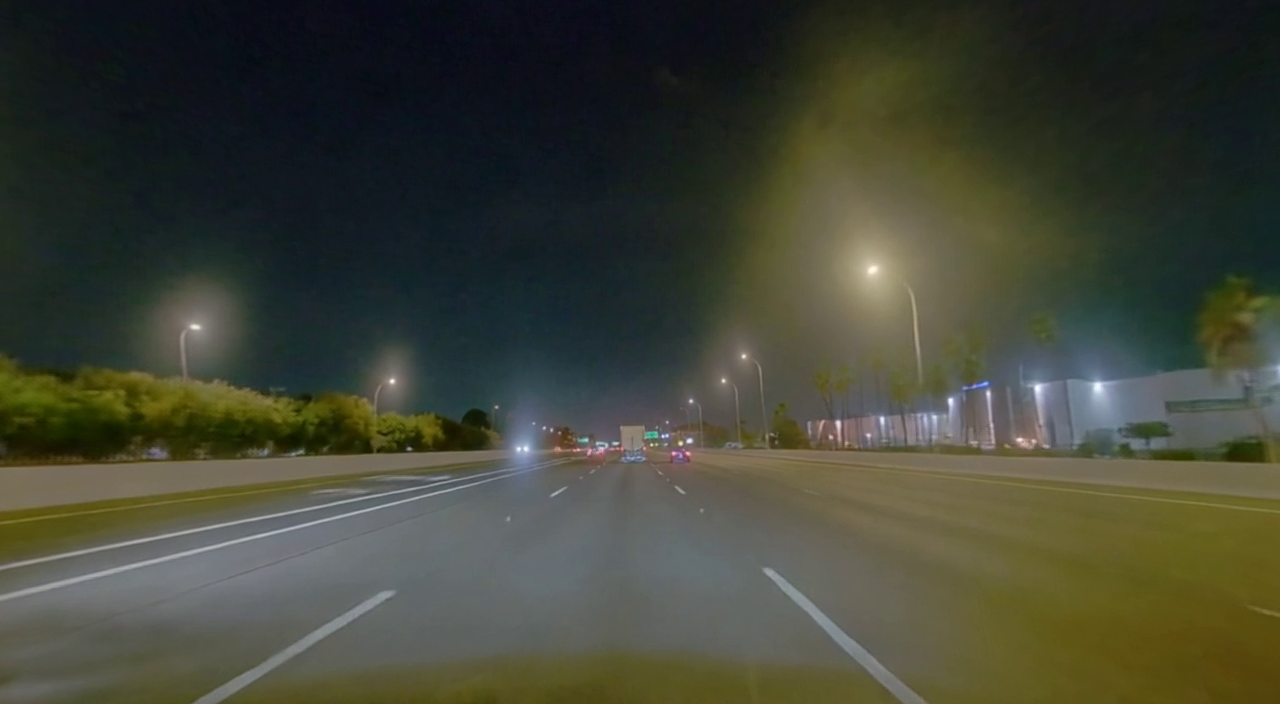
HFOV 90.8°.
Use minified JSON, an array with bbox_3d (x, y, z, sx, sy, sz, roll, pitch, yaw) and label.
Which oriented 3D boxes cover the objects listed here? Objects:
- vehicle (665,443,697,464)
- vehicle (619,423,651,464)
[{"bbox_3d":[3.049,7.679,47.969,2.049,1.485,4.106,0,-8,-1],"label":"vehicle"},{"bbox_3d":[-0.452,7.111,48.986,2.364,2.953,6.495,0,-8,-2],"label":"vehicle"}]
